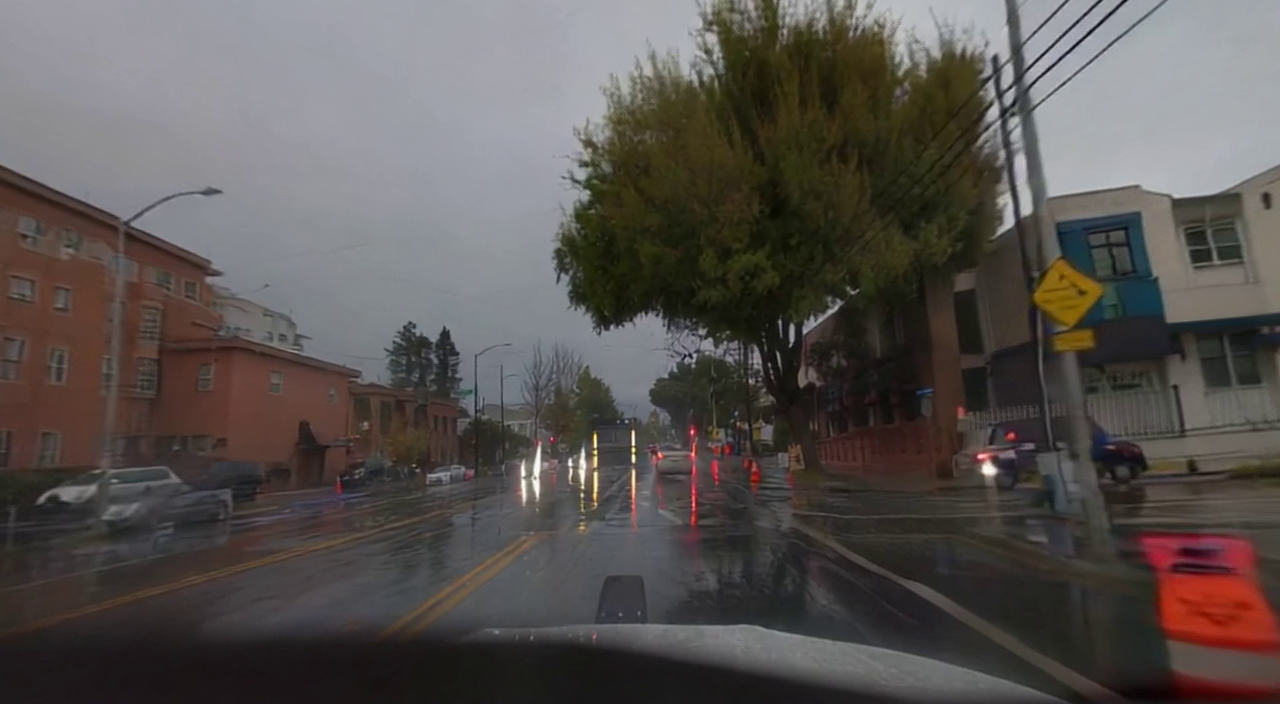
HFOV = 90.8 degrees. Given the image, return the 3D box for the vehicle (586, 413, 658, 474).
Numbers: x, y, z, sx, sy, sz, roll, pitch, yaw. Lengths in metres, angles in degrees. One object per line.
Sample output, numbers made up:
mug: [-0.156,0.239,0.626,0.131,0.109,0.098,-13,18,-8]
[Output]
vehicle: [-0.821,5.891,40.451,2.977,3.271,12.748,-1,-8,6]

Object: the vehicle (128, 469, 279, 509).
vehicle: [-18.376,5.773,26.749,4.952,1.510,2.115,-1,-8,5]

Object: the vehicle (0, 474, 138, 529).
vehicle: [-19.379,4.749,20.276,4.696,1.513,2.243,-1,-9,3]

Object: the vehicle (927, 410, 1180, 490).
vehicle: [10.475,2.529,16.378,4.859,1.914,2.333,0,-9,0]

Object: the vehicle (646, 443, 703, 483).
vehicle: [1.332,4.534,26.048,2.159,1.506,4.086,0,-8,1]

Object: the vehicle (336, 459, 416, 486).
vehicle: [-17.468,7.971,41.868,4.397,1.698,1.932,-1,-9,7]
